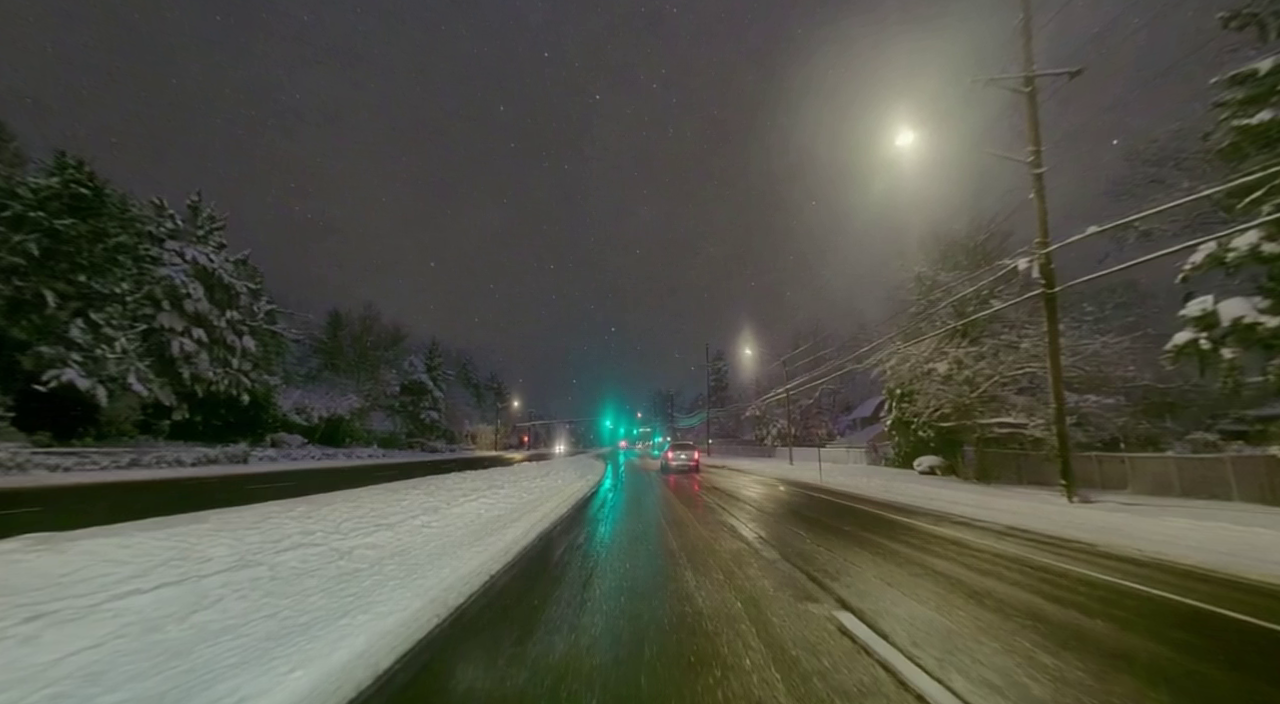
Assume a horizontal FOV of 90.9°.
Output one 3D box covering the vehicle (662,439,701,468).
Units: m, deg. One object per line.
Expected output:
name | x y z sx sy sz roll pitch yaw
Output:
vehicle | 2.686 6.708 42.005 2.240 1.781 4.433 0 -8 -1
